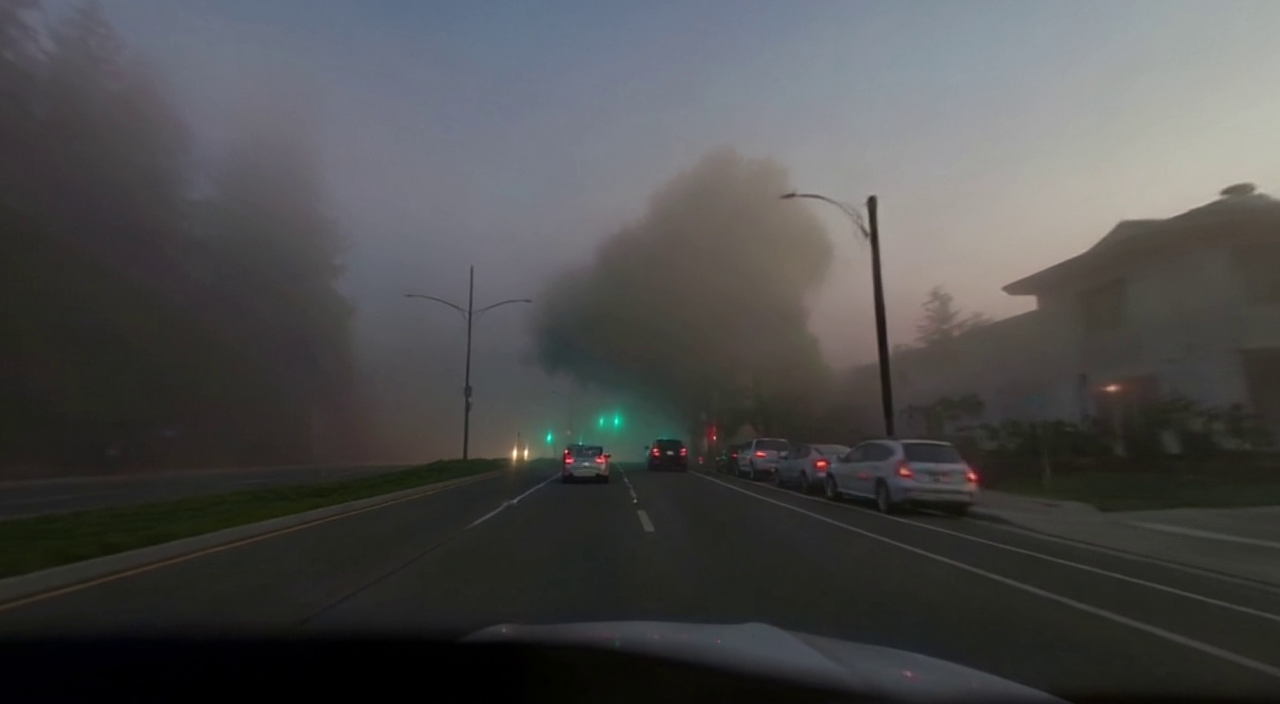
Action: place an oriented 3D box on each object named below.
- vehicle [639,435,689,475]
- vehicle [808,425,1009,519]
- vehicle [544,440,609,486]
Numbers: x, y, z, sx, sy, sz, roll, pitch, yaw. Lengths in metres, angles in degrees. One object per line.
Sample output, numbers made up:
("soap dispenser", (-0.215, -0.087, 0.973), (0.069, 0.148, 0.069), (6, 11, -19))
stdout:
("vehicle", (1.080, 4.993, 30.800), (2.073, 1.822, 4.276), (0, -8, -3))
("vehicle", (6.077, 2.832, 15.290), (2.184, 1.786, 5.497), (2, -9, -4))
("vehicle", (-2.181, 3.951, 22.771), (2.140, 1.474, 4.026), (0, -8, -3))
